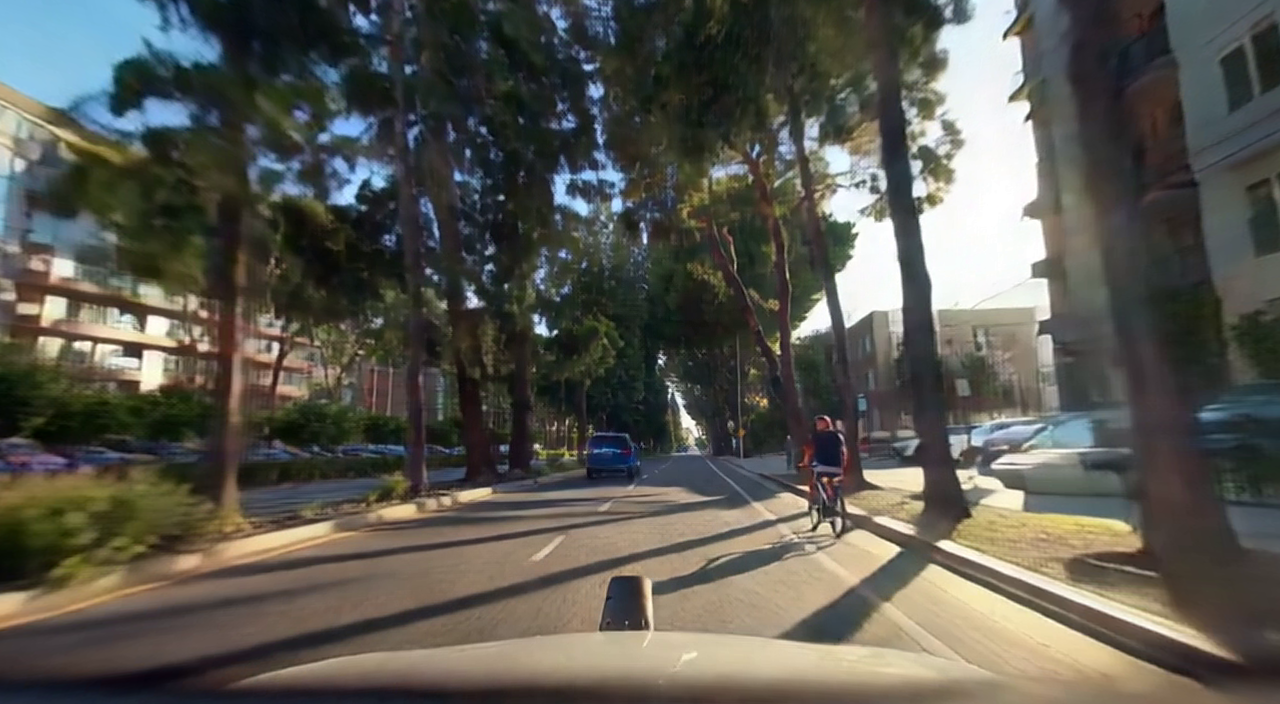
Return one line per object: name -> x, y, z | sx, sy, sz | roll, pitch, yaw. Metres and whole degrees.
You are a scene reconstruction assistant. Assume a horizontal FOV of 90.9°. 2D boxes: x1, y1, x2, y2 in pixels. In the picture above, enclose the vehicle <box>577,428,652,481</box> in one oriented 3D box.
vehicle -> -0.866, 3.997, 24.959 | 2.294, 1.859, 5.127 | -1, -8, 5
